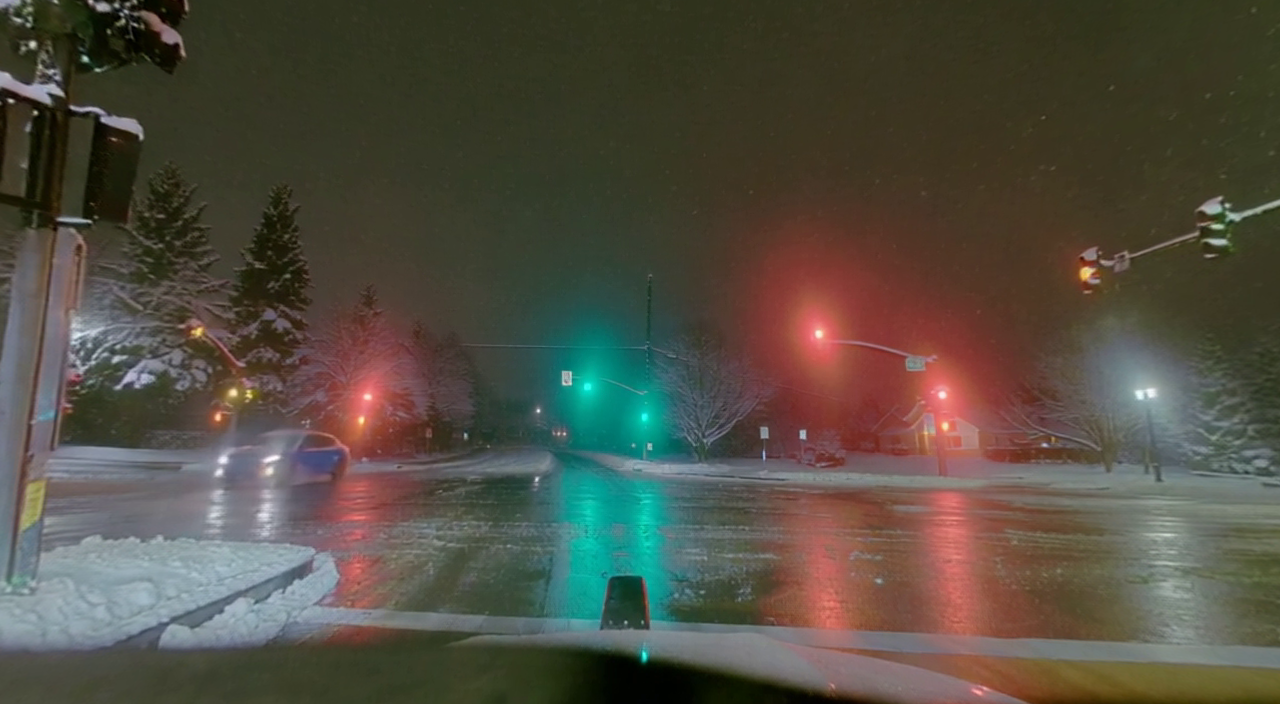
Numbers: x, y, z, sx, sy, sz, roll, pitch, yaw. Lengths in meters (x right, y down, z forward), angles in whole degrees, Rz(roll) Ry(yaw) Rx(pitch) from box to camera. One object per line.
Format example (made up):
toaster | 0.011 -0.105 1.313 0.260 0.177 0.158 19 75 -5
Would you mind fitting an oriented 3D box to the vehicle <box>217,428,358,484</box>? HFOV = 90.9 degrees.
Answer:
vehicle | -12.700 3.772 23.221 2.238 1.827 5.007 0 -8 0
